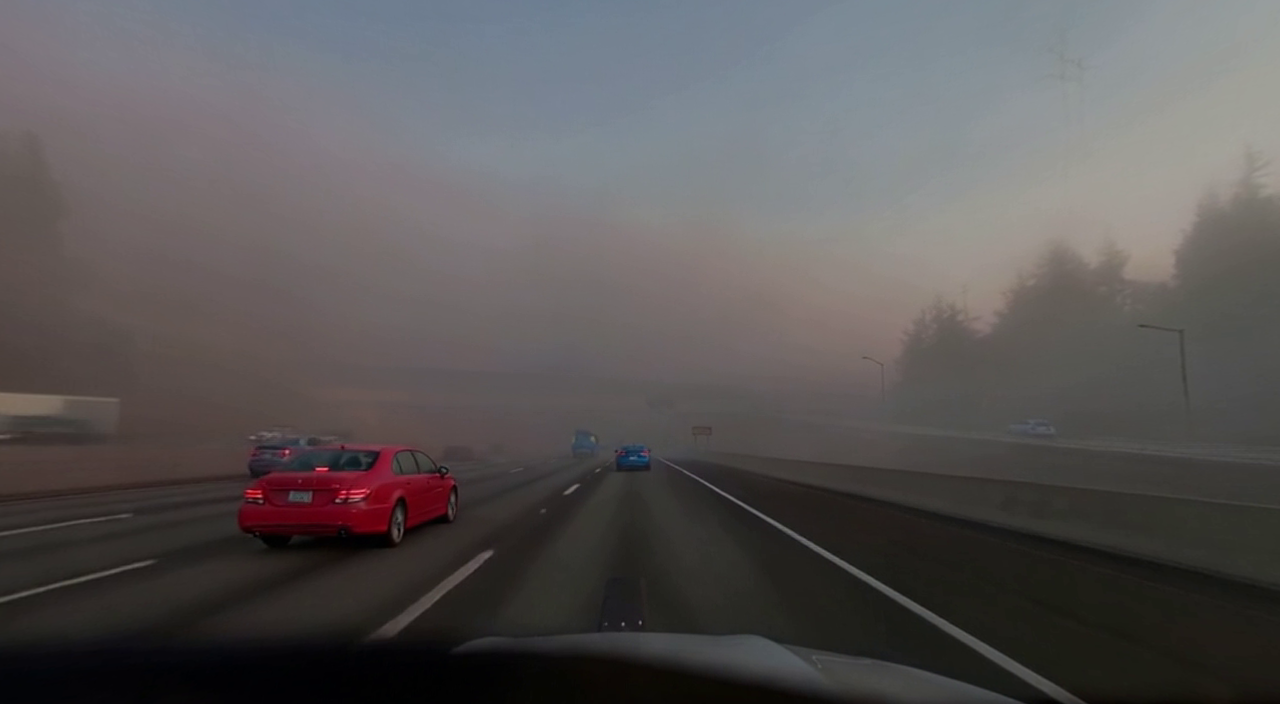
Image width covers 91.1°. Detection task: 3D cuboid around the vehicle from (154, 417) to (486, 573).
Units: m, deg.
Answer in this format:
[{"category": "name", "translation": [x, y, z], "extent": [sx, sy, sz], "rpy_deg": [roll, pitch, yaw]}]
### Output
[{"category": "vehicle", "translation": [-3.724, 1.738, 8.531], "extent": [2.035, 1.514, 4.600], "rpy_deg": [0, -8, 1]}]

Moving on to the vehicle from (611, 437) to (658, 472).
[{"category": "vehicle", "translation": [-0.259, 4.554, 28.108], "extent": [1.954, 1.460, 3.983], "rpy_deg": [0, -8, -1]}]

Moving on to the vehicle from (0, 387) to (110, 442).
[{"category": "vehicle", "translation": [-46.290, 4.709, 46.337], "extent": [2.805, 3.776, 13.304], "rpy_deg": [0, -8, -1]}]

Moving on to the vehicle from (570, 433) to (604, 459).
[{"category": "vehicle", "translation": [-3.917, 7.005, 46.936], "extent": [2.174, 1.806, 3.932], "rpy_deg": [0, -8, 0]}]
